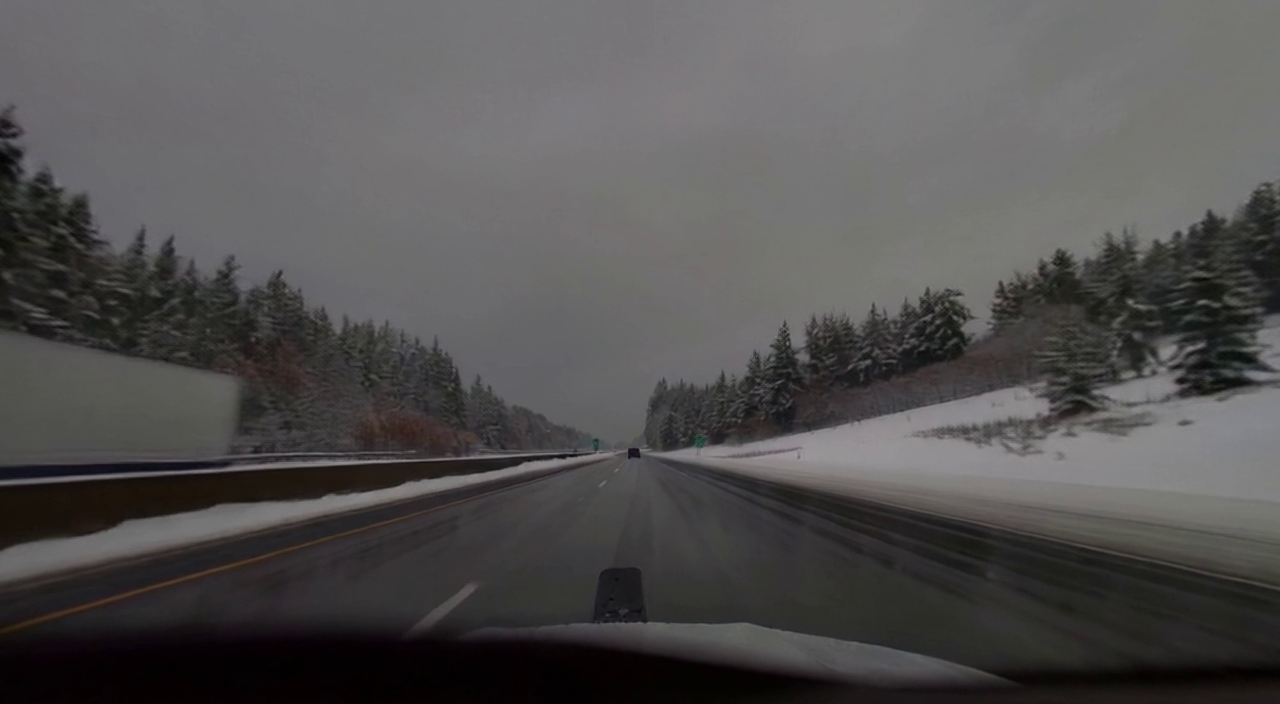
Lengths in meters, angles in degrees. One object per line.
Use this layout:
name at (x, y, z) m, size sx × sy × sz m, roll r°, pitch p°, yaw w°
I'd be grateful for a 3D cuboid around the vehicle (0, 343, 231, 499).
vehicle at (-15.878, 2.131, 18.080) m, size 2.845 × 3.539 × 7.683 m, roll 0°, pitch -9°, yaw 1°
